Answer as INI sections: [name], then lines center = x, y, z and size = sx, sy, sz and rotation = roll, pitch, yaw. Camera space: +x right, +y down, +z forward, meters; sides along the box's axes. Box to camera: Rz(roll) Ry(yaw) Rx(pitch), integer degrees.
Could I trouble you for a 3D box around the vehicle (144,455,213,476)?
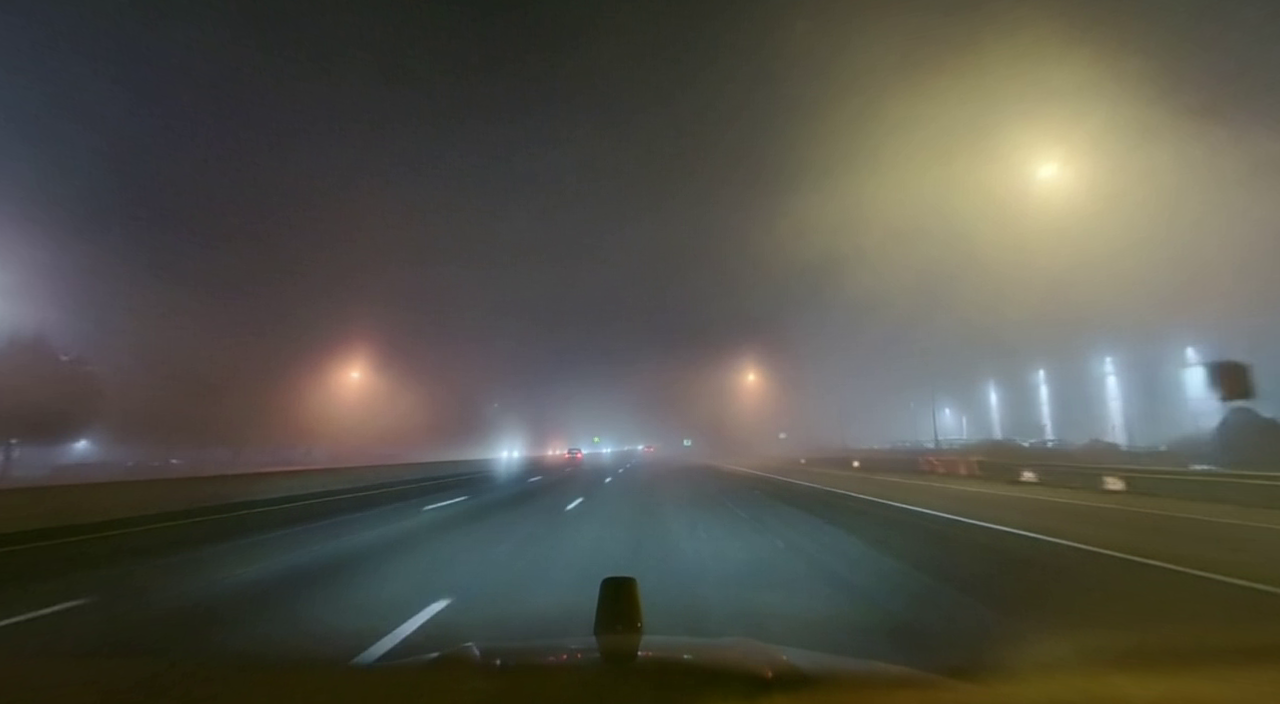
[vehicle]
center = -35.840, 8.830, 48.964
size = 3.890, 1.540, 1.824
rotation = 0, -9, 0
